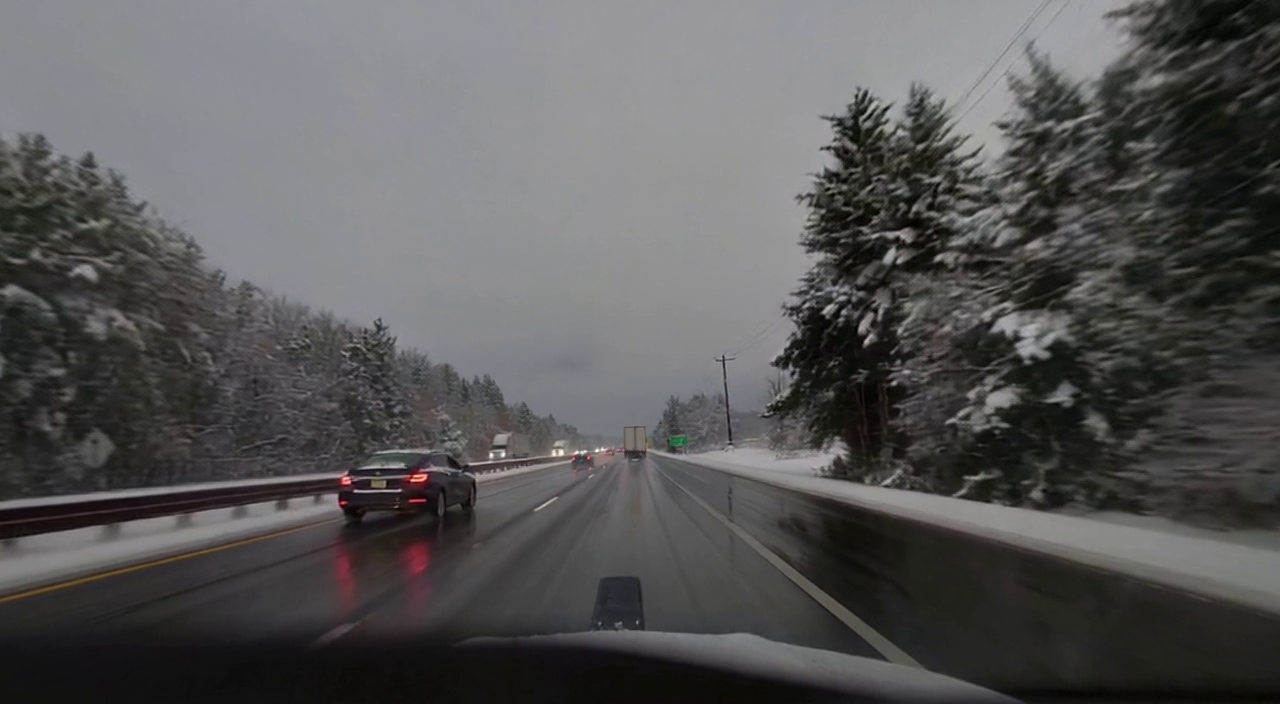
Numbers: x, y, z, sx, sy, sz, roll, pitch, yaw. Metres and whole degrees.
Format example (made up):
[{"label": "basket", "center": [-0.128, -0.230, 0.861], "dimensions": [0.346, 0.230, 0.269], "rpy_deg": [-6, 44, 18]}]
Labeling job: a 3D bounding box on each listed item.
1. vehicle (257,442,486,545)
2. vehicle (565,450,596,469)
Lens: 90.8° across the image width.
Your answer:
[{"label": "vehicle", "center": [-4.387, 2.371, 11.258], "dimensions": [2.106, 1.445, 4.404], "rpy_deg": [0, -9, 1]}, {"label": "vehicle", "center": [-4.572, 8.382, 49.256], "dimensions": [2.032, 1.381, 3.909], "rpy_deg": [0, -9, 0]}]
